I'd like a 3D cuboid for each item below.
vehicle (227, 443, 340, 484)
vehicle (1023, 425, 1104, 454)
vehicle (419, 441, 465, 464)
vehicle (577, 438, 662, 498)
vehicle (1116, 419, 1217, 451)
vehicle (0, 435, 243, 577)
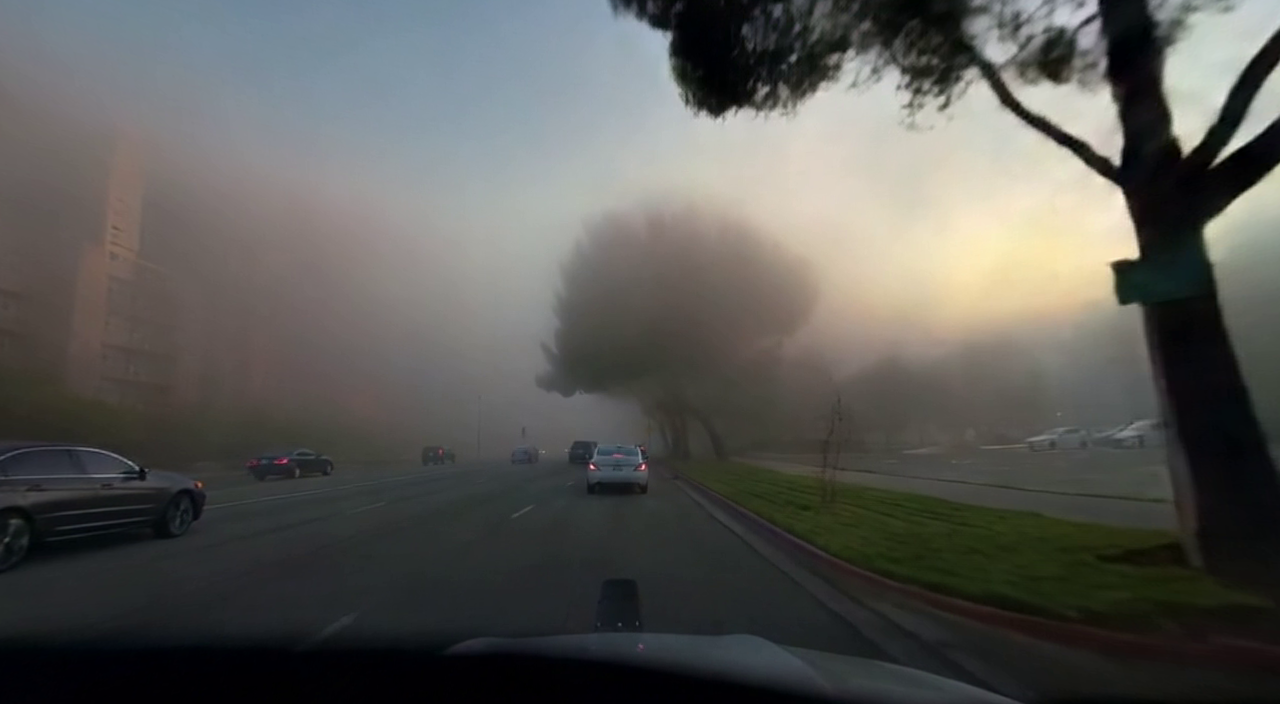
[{"bbox_3d":[-14.361,4.498,25.821,2.024,1.484,4.592,1,-9,-1],"label":"vehicle"},{"bbox_3d":[24.835,5.181,37.142,3.437,1.408,1.759,-3,-9,-5],"label":"vehicle"},{"bbox_3d":[-15.107,7.701,48.452,2.064,1.686,4.380,0,-9,0],"label":"vehicle"},{"bbox_3d":[-0.550,3.218,17.890,2.099,1.469,4.389,0,-9,-1],"label":"vehicle"},{"bbox_3d":[26.599,4.203,31.982,3.512,1.415,1.722,-2,-9,-4],"label":"vehicle"},{"bbox_3d":[-7.544,1.829,8.116,1.906,1.449,4.576,0,-9,0],"label":"vehicle"}]
